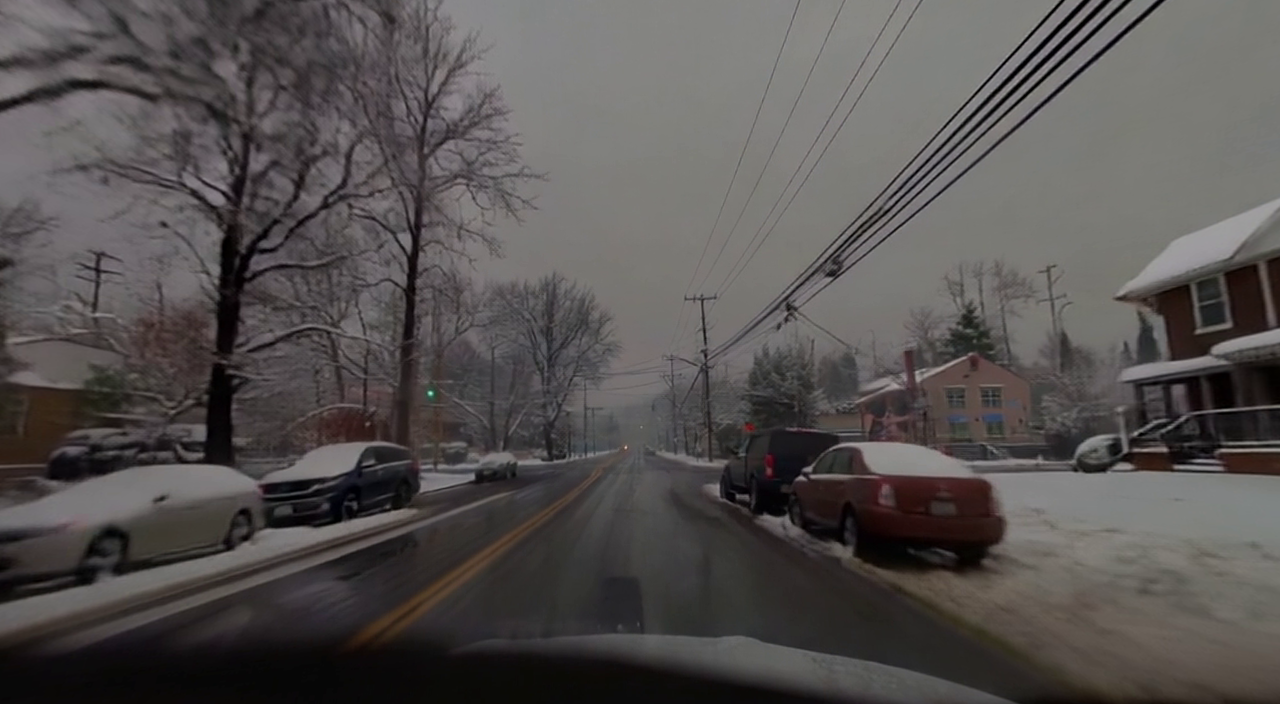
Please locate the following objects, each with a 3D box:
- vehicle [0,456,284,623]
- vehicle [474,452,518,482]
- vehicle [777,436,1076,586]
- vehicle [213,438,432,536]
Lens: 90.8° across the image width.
[{"bbox_3d":[-6.854,2.118,8.178,1.854,1.460,4.582,0,-9,0],"label":"vehicle"},{"bbox_3d":[-7.697,6.160,34.126,1.902,1.456,4.451,1,-9,-7],"label":"vehicle"},{"bbox_3d":[3.311,1.899,8.441,1.869,1.453,4.237,0,-9,-2],"label":"vehicle"},{"bbox_3d":[-6.795,2.917,14.507,2.151,1.789,5.482,0,-9,0],"label":"vehicle"}]
